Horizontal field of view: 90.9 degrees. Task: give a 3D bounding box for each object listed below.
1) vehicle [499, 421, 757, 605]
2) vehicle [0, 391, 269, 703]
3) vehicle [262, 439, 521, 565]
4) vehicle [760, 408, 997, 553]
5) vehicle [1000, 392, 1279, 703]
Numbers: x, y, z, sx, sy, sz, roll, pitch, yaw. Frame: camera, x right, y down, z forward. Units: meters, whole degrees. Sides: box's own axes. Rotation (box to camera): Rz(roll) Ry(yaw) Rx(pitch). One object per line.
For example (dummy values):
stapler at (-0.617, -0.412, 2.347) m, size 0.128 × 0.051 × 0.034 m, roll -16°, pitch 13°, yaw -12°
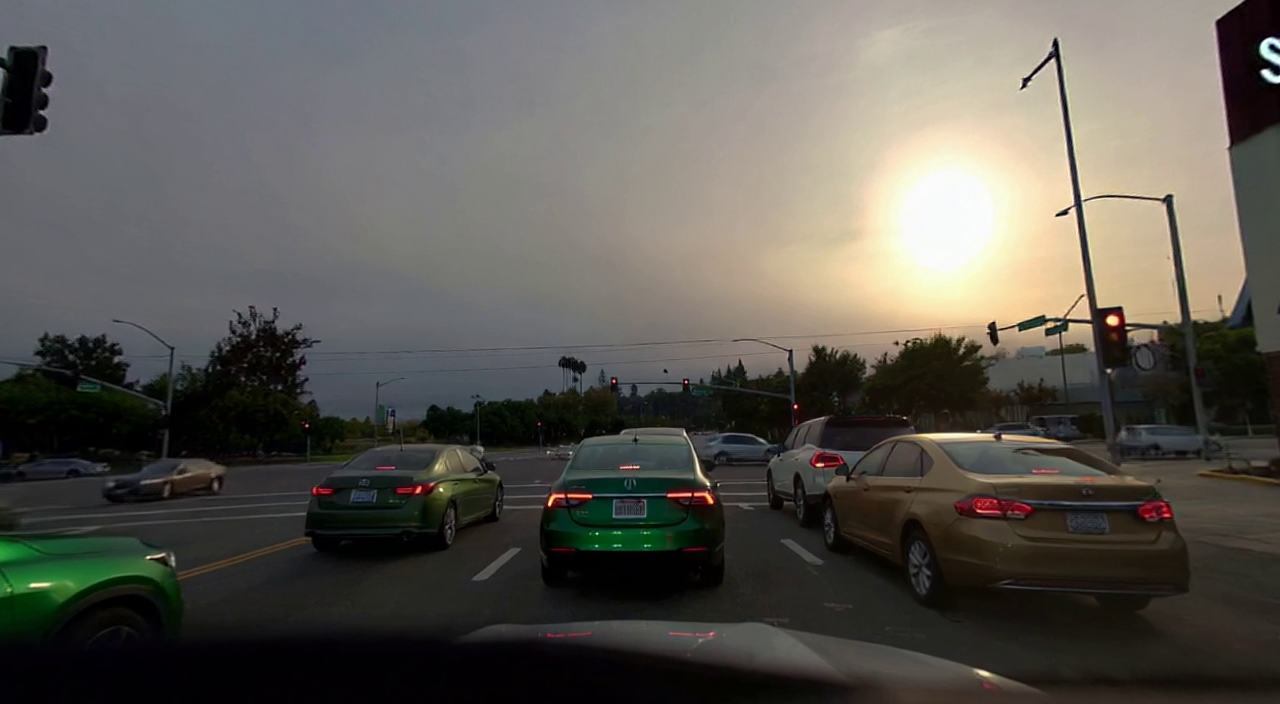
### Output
vehicle at (-0.134, 1.645, 7.364) m, size 2.140 × 1.499 × 4.119 m, roll 0°, pitch -8°, yaw -1°
vehicle at (-3.479, 0.849, 1.844) m, size 2.016 × 1.547 × 4.414 m, roll 0°, pitch -8°, yaw 1°
vehicle at (-3.301, 2.069, 9.540) m, size 1.995 × 1.436 × 4.373 m, roll -1°, pitch -8°, yaw 2°
vehicle at (3.306, 1.868, 9.813) m, size 1.992 × 1.744 × 4.183 m, roll 0°, pitch -8°, yaw -1°
vehicle at (3.942, 0.970, 3.115) m, size 1.800 × 1.519 × 4.198 m, roll 0°, pitch -8°, yaw 0°
